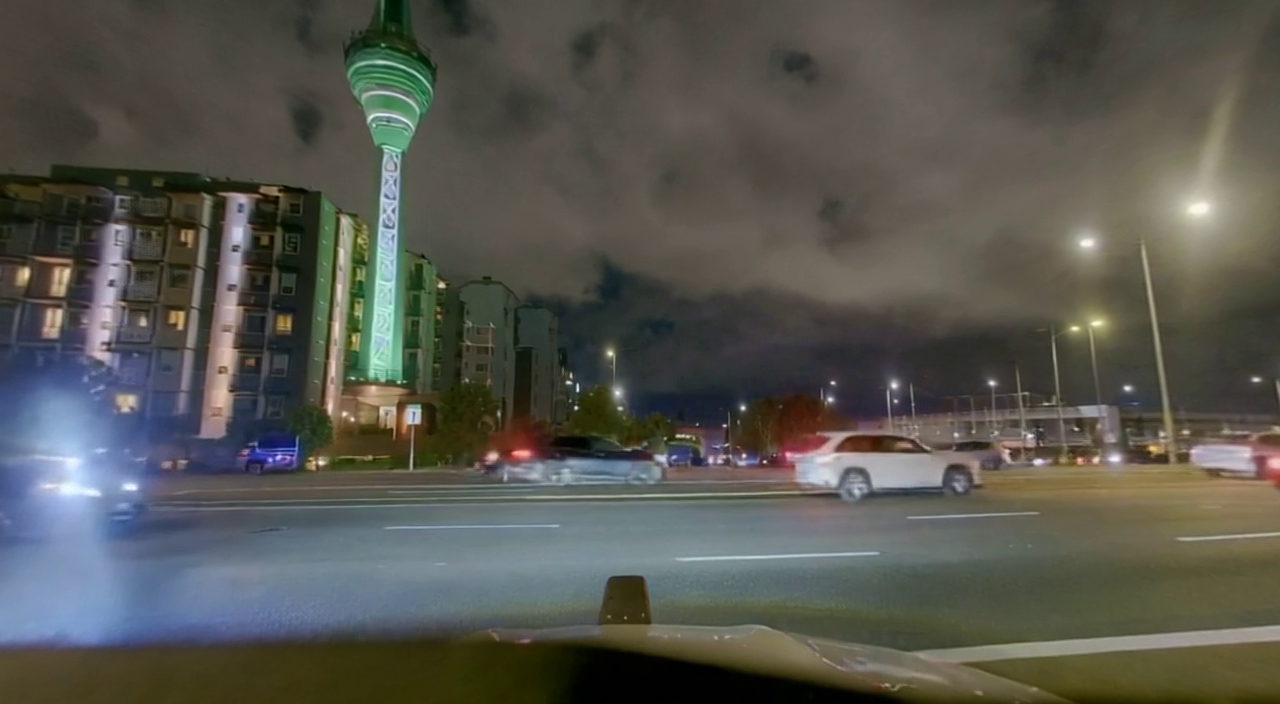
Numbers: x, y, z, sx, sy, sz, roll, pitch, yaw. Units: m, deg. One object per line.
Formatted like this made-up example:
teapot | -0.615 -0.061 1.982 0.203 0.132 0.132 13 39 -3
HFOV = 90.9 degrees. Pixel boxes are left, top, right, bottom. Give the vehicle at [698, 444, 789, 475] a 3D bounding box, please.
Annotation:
vehicle | 6.294 6.548 38.622 5.127 1.803 2.011 1 -9 -10

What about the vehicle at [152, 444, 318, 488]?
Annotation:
vehicle | -14.307 4.047 22.517 4.513 1.451 1.853 1 -9 -8

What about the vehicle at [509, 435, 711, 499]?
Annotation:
vehicle | -0.788 2.854 15.898 4.795 1.465 1.882 1 -8 -9

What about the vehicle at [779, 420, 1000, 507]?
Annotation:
vehicle | 5.317 2.384 13.716 4.011 1.697 1.857 1 -9 -10
